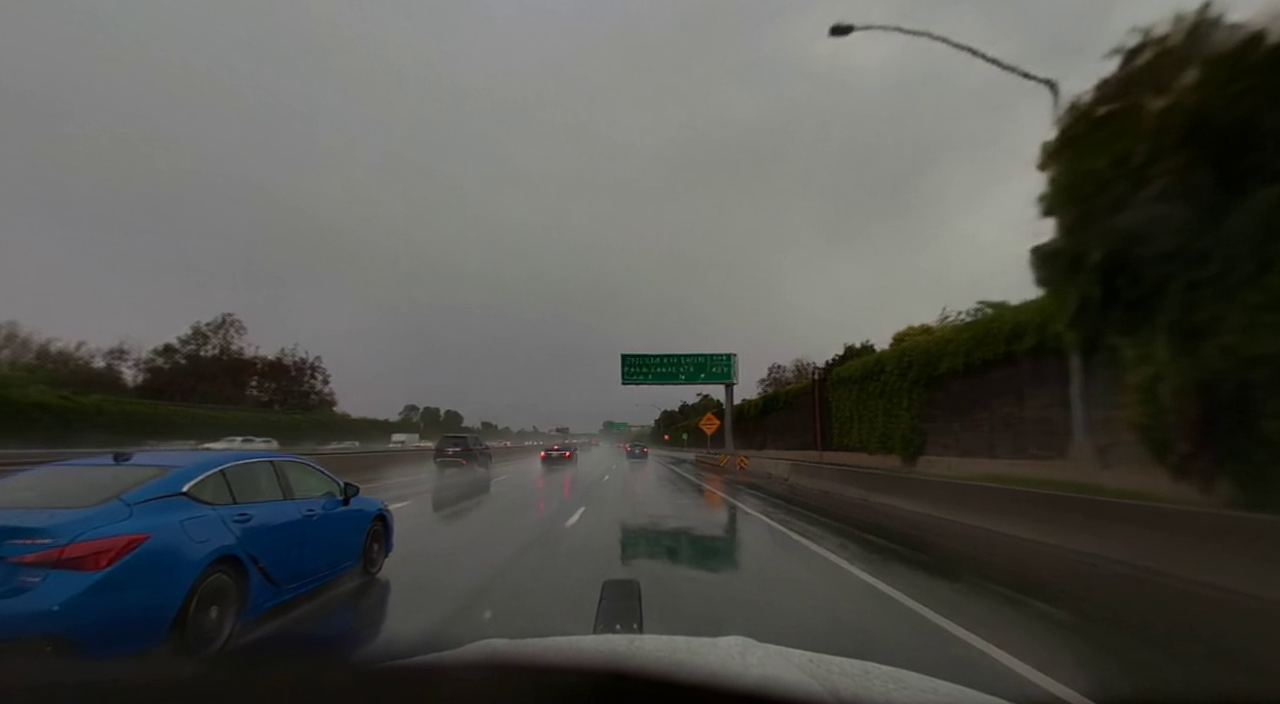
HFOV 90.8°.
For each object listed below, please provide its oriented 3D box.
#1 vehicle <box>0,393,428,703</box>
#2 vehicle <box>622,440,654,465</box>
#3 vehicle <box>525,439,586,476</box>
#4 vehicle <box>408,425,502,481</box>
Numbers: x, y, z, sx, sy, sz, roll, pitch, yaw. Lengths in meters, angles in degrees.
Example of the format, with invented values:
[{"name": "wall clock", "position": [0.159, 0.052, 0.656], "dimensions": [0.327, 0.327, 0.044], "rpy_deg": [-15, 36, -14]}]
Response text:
[{"name": "vehicle", "position": [-3.350, 1.241, 4.717], "dimensions": [2.025, 1.506, 4.429], "rpy_deg": [0, -8, -1]}, {"name": "vehicle", "position": [-0.208, 6.633, 41.802], "dimensions": [2.018, 1.508, 4.087], "rpy_deg": [0, -8, -2]}, {"name": "vehicle", "position": [-3.591, 4.583, 27.683], "dimensions": [2.068, 1.501, 4.395], "rpy_deg": [0, -8, 0]}, {"name": "vehicle", "position": [-7.206, 3.993, 25.288], "dimensions": [2.171, 1.982, 5.246], "rpy_deg": [0, -8, -1]}]
